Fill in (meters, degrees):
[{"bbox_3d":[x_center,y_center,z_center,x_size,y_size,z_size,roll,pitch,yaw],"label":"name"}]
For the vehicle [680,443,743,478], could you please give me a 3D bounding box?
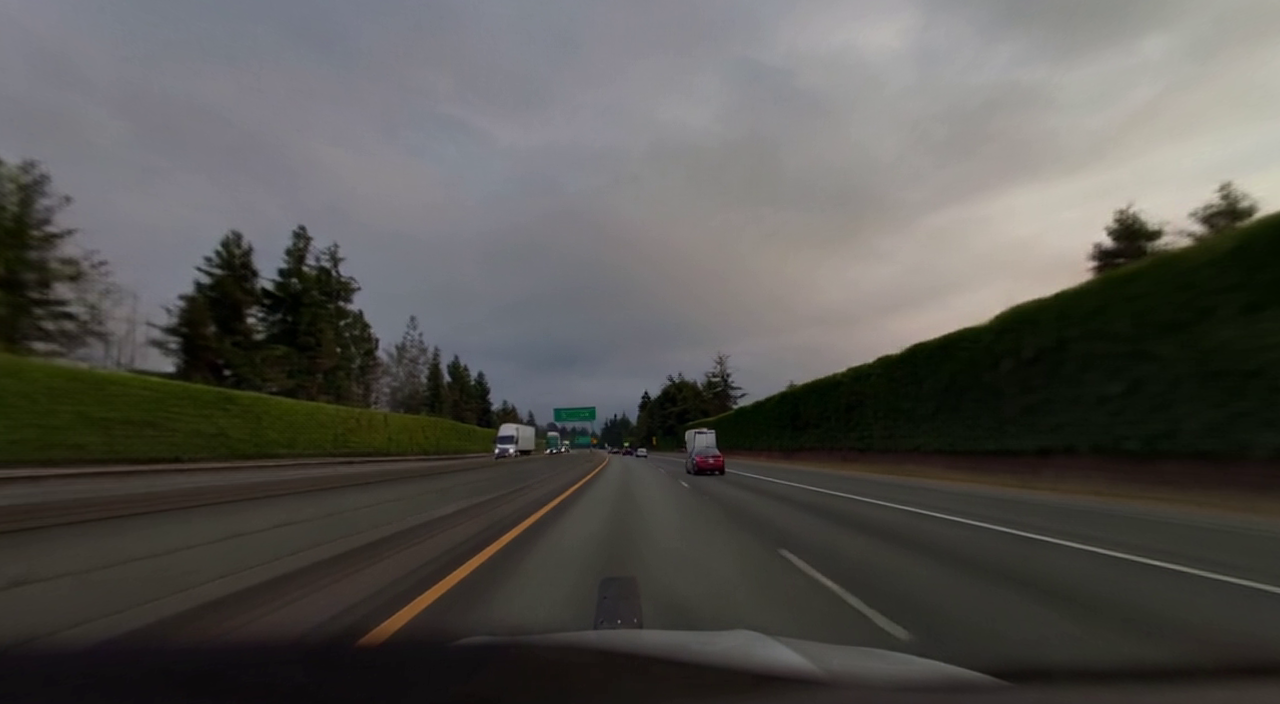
[{"bbox_3d":[3.274,5.080,29.612,2.244,1.498,4.338,0,-9,-3],"label":"vehicle"}]
